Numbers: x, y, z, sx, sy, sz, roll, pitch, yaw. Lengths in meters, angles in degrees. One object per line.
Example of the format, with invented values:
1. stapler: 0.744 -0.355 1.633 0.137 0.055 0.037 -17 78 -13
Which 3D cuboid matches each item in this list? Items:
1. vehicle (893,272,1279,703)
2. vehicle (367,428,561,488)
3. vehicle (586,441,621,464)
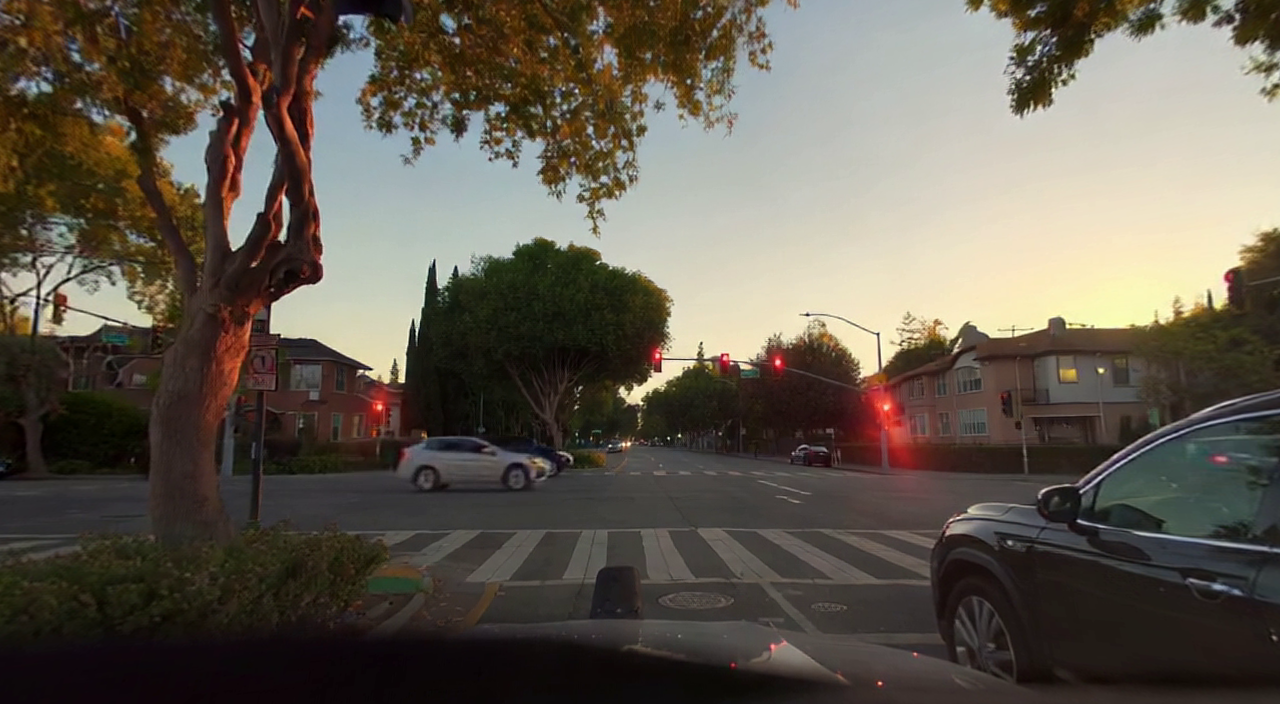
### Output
1. vehicle: 2.731 0.710 1.726 2.085 1.800 4.908 0 -9 1
2. vehicle: -5.314 3.268 19.672 5.403 1.759 2.040 0 -9 0
3. vehicle: -2.390 6.713 42.281 2.046 1.491 4.118 0 -9 1
